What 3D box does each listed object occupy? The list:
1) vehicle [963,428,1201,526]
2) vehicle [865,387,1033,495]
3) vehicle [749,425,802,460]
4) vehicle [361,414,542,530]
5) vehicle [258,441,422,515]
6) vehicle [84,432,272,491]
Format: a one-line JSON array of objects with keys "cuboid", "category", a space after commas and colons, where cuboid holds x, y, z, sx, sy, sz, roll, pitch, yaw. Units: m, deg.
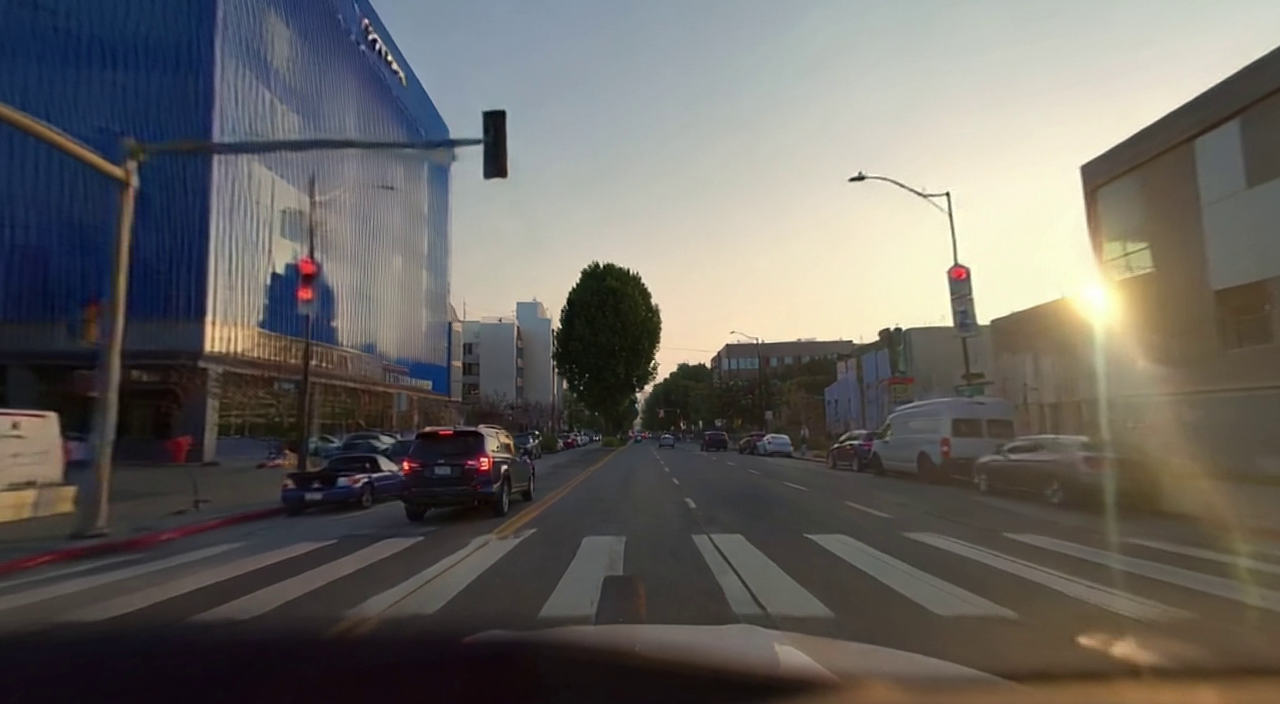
[{"cuboid": [8.805, 2.465, 13.188, 1.854, 1.663, 4.300, 1, -8, 0], "category": "vehicle"}, {"cuboid": [9.077, 2.707, 19.413, 2.285, 2.778, 5.847, 0, -8, 2], "category": "vehicle"}, {"cuboid": [8.996, 6.071, 42.609, 2.249, 2.117, 5.743, 0, -8, 0], "category": "vehicle"}, {"cuboid": [-3.231, 2.130, 11.914, 2.002, 1.756, 4.366, 0, -8, 1], "category": "vehicle"}, {"cuboid": [-6.958, 2.915, 15.282, 1.806, 1.466, 4.373, 0, -8, 0], "category": "vehicle"}, {"cuboid": [-13.634, 3.239, 18.864, 4.033, 1.533, 1.895, 2, -8, 0], "category": "vehicle"}]
